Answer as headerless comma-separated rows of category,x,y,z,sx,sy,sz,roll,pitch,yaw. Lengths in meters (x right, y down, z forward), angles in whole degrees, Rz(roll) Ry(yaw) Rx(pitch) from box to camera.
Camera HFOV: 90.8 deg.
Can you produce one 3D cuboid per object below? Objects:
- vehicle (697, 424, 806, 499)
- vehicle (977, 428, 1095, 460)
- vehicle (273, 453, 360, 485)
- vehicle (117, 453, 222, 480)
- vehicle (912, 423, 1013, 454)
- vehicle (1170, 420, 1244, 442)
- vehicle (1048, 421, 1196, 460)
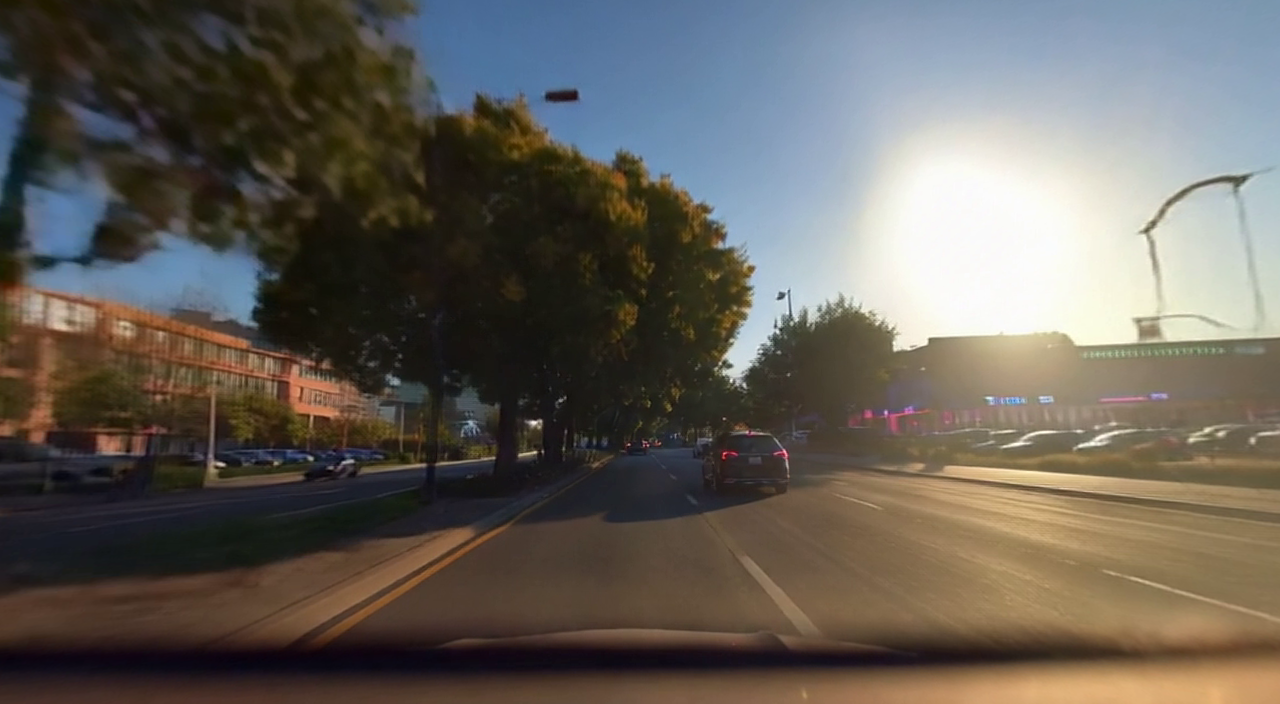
vehicle,2.714,2.800,16.464,1.963,1.677,4.229,0,-8,-1
vehicle,19.143,4.451,30.676,4.418,1.461,2.002,0,-8,-2
vehicle,-16.394,5.935,32.315,1.955,1.428,4.606,0,-8,0
vehicle,-29.851,7.272,40.213,4.941,1.444,2.122,-2,-8,-3
vehicle,19.679,5.333,38.746,4.975,1.786,2.223,-1,-8,4
vehicle,40.155,5.665,44.856,1.716,1.456,3.683,0,-8,-1
vehicle,19.862,3.682,26.204,4.518,1.501,1.902,0,-8,0
